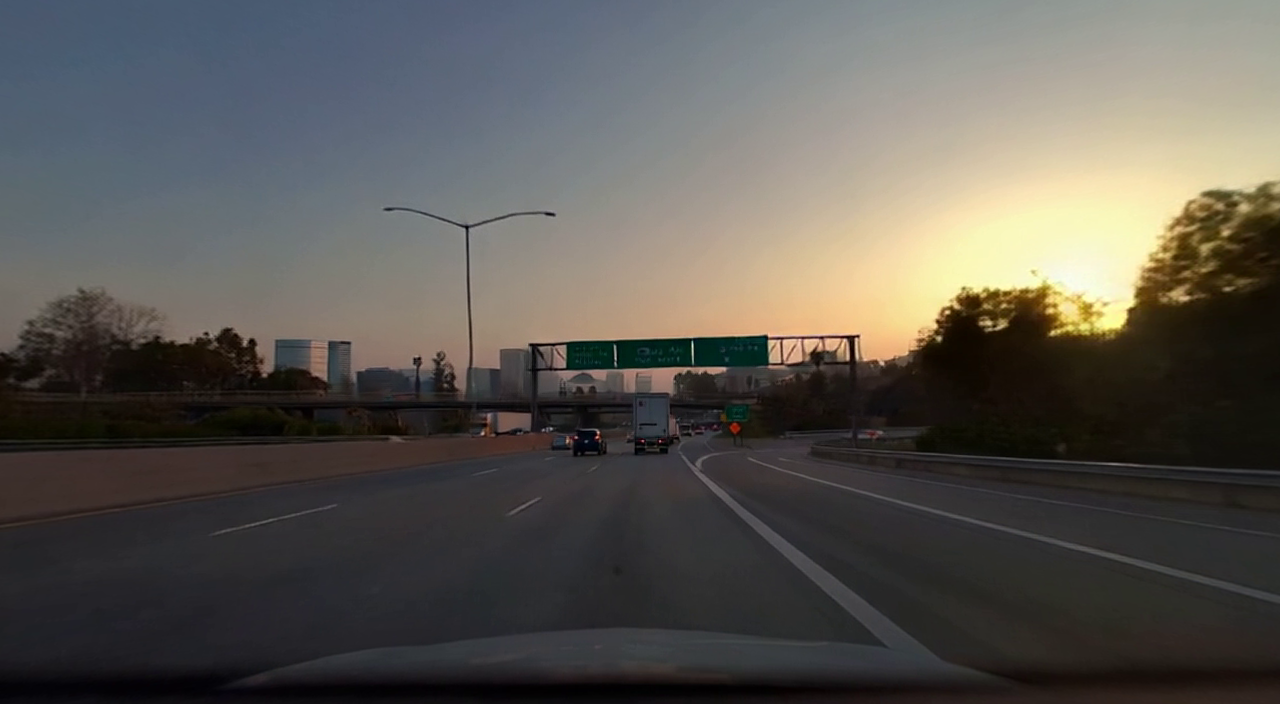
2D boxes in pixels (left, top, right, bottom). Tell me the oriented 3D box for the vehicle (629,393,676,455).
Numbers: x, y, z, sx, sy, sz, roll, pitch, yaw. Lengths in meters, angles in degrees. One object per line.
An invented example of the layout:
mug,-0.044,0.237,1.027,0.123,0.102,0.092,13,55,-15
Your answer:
vehicle,0.970,5.354,45.995,3.024,4.019,10.605,0,-8,2

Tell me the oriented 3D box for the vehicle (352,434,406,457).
vehicle,-18.866,6.745,45.583,1.879,1.549,4.119,-1,-8,4

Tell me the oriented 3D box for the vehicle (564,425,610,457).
vehicle,-3.088,5.309,37.495,2.119,1.787,4.655,-1,-8,3
